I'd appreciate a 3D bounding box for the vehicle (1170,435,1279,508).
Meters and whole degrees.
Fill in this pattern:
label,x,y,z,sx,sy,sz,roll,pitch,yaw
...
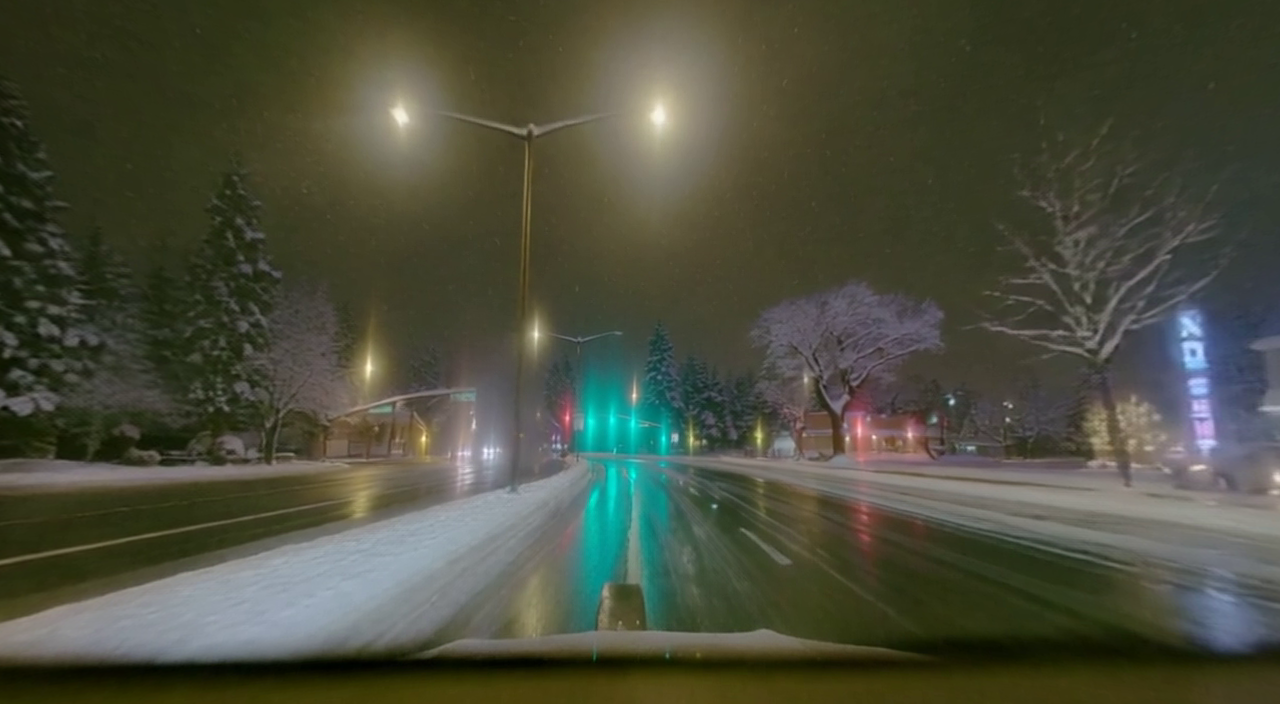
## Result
label,x,y,z,sx,sy,sz,roll,pitch,yaw
vehicle,17.661,3.206,17.253,4.660,1.814,2.099,1,-9,-7

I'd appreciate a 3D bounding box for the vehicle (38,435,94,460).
label,x,y,z,sx,sy,sz,roll,pitch,yaw
vehicle,-33.720,5.596,37.193,1.727,1.383,3.557,4,-10,-32

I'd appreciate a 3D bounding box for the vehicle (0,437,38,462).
label,x,y,z,sx,sy,sz,roll,pitch,yaw
vehicle,-36.241,5.552,36.000,1.655,1.387,3.758,4,-10,-26
